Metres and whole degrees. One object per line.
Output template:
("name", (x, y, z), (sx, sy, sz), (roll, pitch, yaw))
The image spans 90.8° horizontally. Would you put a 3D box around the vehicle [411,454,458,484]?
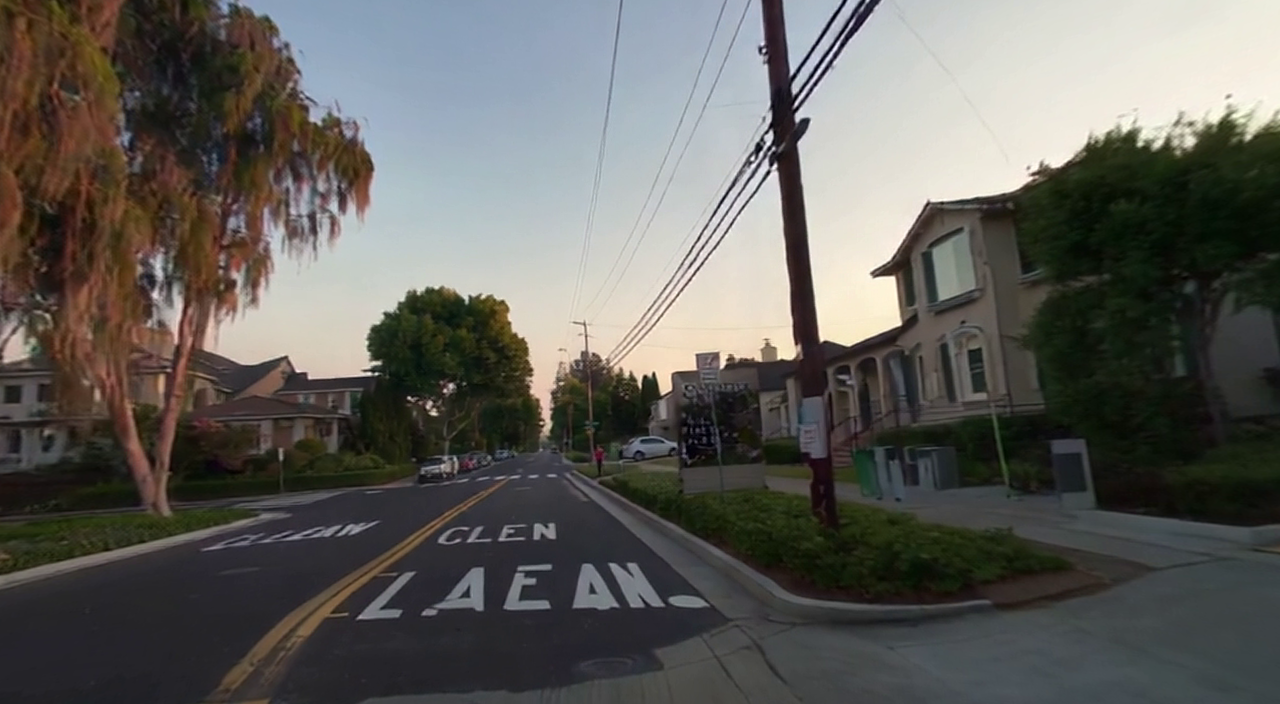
("vehicle", (-13.635, 7.780, 42.211), (2.203, 1.787, 4.704), (1, -9, -8))
